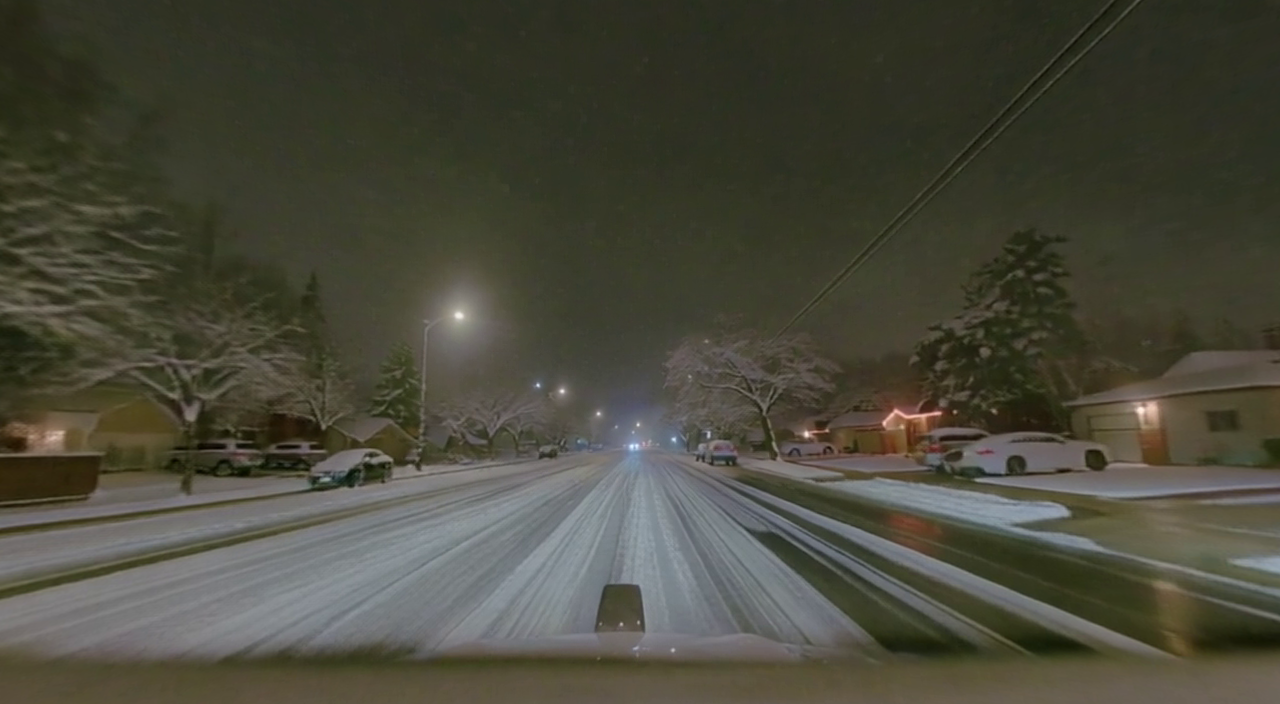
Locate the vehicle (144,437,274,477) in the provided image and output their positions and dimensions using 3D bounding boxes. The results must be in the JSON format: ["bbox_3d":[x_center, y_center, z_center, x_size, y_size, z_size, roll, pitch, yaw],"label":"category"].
[{"bbox_3d":[-21.251,5.181,31.328,4.830,1.857,2.183,0,-9,2],"label":"vehicle"}]

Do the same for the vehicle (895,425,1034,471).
[{"bbox_3d":[13.966,4.177,27.461,4.763,1.816,2.227,-2,-9,2],"label":"vehicle"}]

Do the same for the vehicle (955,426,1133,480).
[{"bbox_3d":[14.089,3.568,22.291,4.775,1.524,1.983,-4,-9,3],"label":"vehicle"}]

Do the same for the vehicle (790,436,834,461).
[{"bbox_3d":[13.309,7.532,49.151,1.978,1.738,4.734,-2,-9,-1],"label":"vehicle"}]

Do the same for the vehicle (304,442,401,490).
[{"bbox_3d":[-11.456,4.569,25.527,2.020,1.691,4.308,-1,-10,-2],"label":"vehicle"}]
